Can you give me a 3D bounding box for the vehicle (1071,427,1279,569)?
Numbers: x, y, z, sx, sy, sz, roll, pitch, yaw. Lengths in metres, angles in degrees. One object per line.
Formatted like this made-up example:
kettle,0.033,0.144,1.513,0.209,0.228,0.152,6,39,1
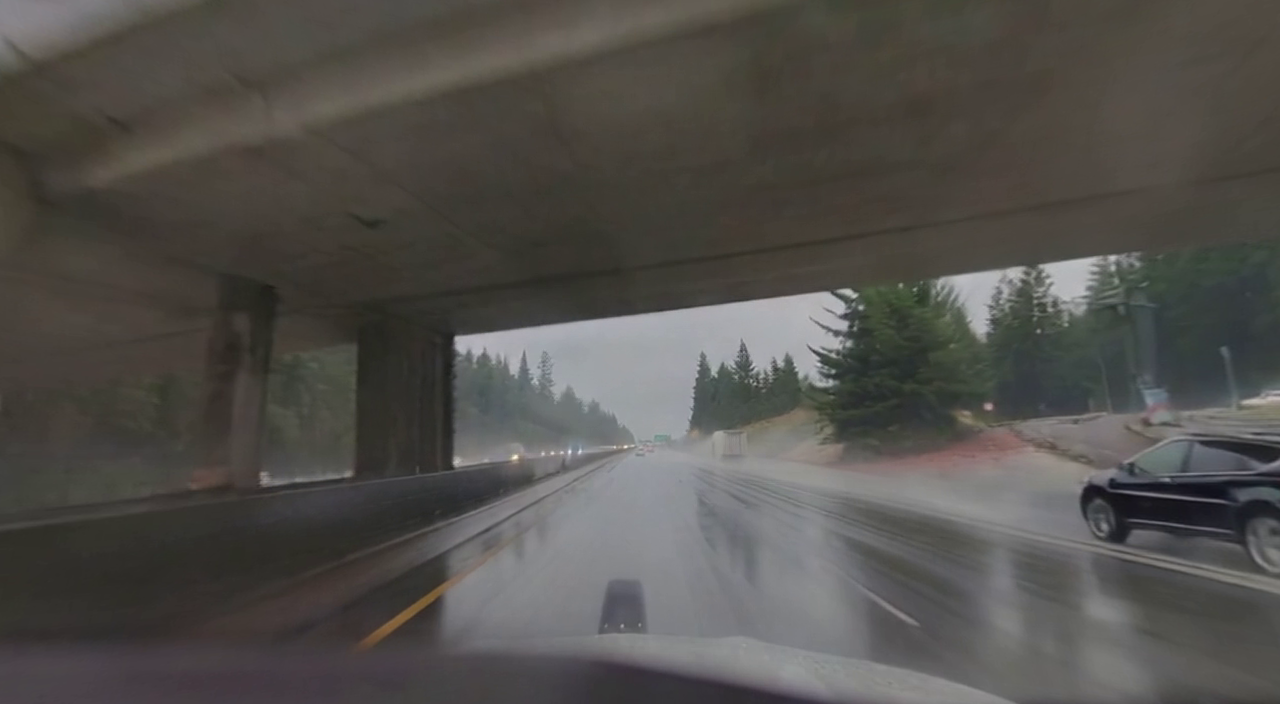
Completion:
vehicle,7.703,1.688,7.576,1.987,1.473,4.244,0,-9,0
